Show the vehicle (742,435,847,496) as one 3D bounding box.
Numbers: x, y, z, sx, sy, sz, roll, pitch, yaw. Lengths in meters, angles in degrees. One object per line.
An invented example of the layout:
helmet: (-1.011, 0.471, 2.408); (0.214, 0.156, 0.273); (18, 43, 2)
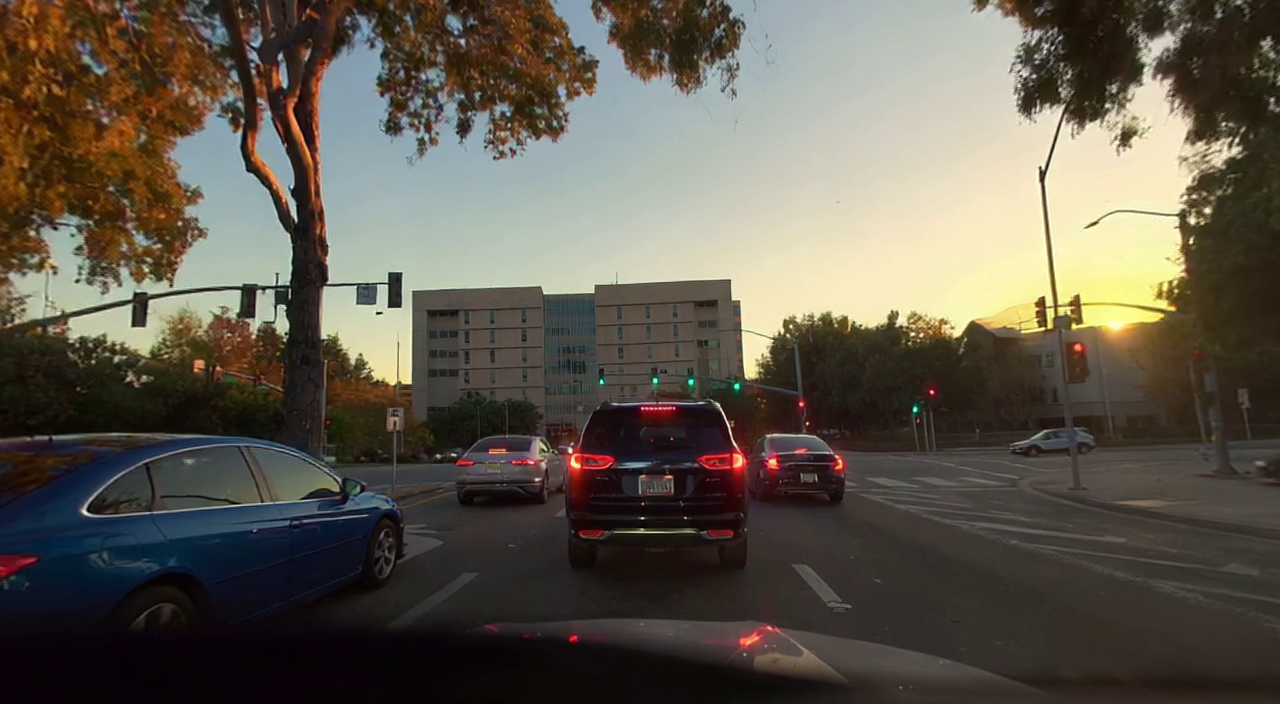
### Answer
vehicle: (4.118, 3.081, 17.510); (1.979, 1.453, 4.011); (0, -8, 1)

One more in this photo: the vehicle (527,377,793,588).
vehicle: (0.216, 1.446, 7.733); (2.300, 1.832, 4.331); (0, -8, 1)

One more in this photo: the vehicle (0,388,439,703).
vehicle: (-3.215, 1.201, 4.434); (1.958, 1.494, 4.624); (0, -8, 2)

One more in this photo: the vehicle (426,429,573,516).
vehicle: (-2.685, 2.397, 13.096); (1.851, 1.502, 4.042); (0, -8, 4)
